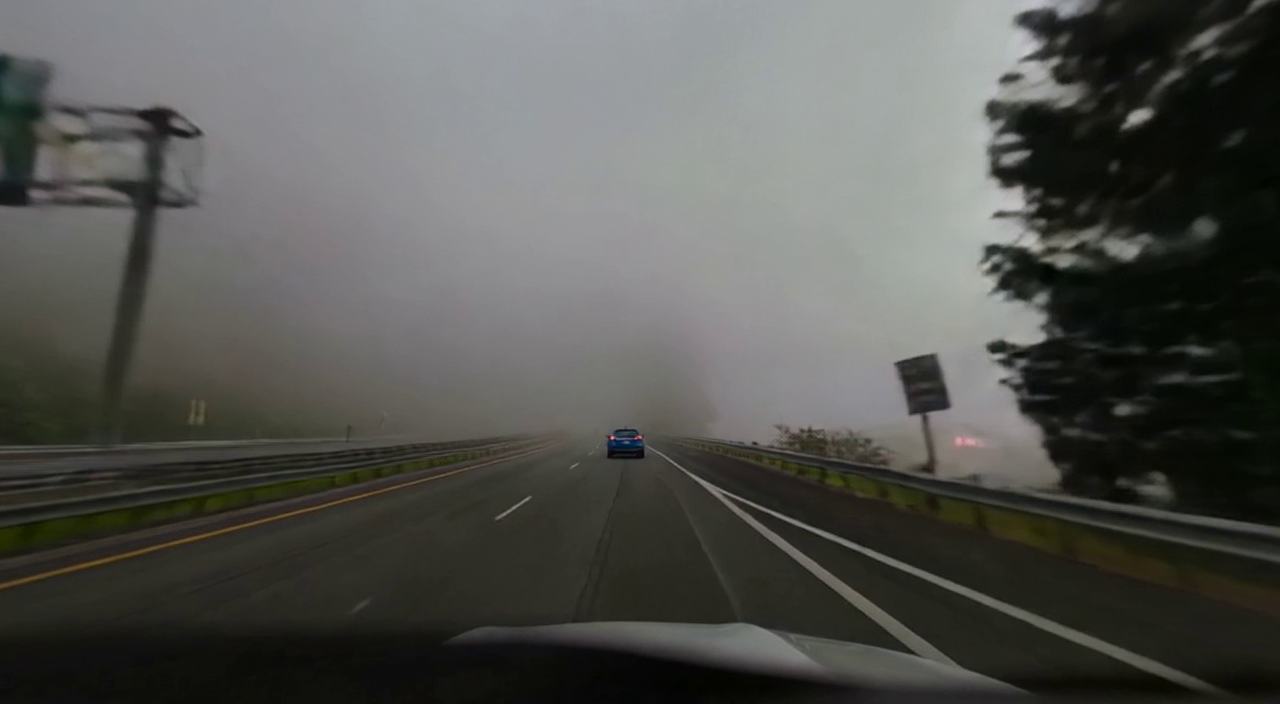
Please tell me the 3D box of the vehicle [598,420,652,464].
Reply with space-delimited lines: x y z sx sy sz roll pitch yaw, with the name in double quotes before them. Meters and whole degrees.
"vehicle" -0.625 3.652 25.831 2.020 1.633 3.942 0 -7 -2
